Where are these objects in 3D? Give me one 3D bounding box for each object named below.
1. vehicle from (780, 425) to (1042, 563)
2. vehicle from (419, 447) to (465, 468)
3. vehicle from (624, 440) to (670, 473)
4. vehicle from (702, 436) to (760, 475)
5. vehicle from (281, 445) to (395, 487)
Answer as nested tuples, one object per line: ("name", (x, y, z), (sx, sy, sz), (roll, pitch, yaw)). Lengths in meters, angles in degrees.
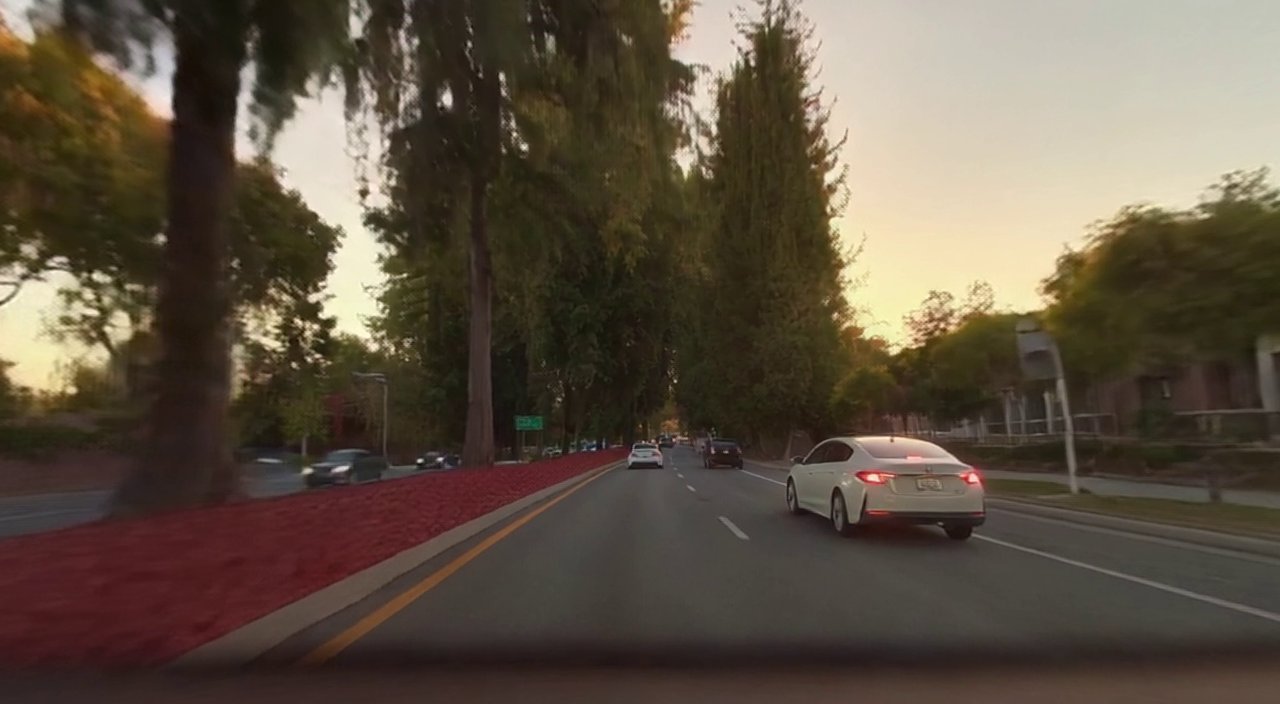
("vehicle", (3.496, 1.896, 9.195), (1.985, 1.529, 4.147), (0, -8, 0))
("vehicle", (-14.618, 7.781, 46.905), (1.843, 1.453, 4.425), (0, -8, 2))
("vehicle", (0.377, 4.996, 30.494), (2.082, 1.473, 4.028), (0, -8, 2))
("vehicle", (4.077, 4.736, 29.092), (2.074, 1.652, 4.340), (0, -9, 0))
("vehicle", (-11.570, 4.382, 24.658), (2.123, 1.453, 4.712), (0, -8, 0))
